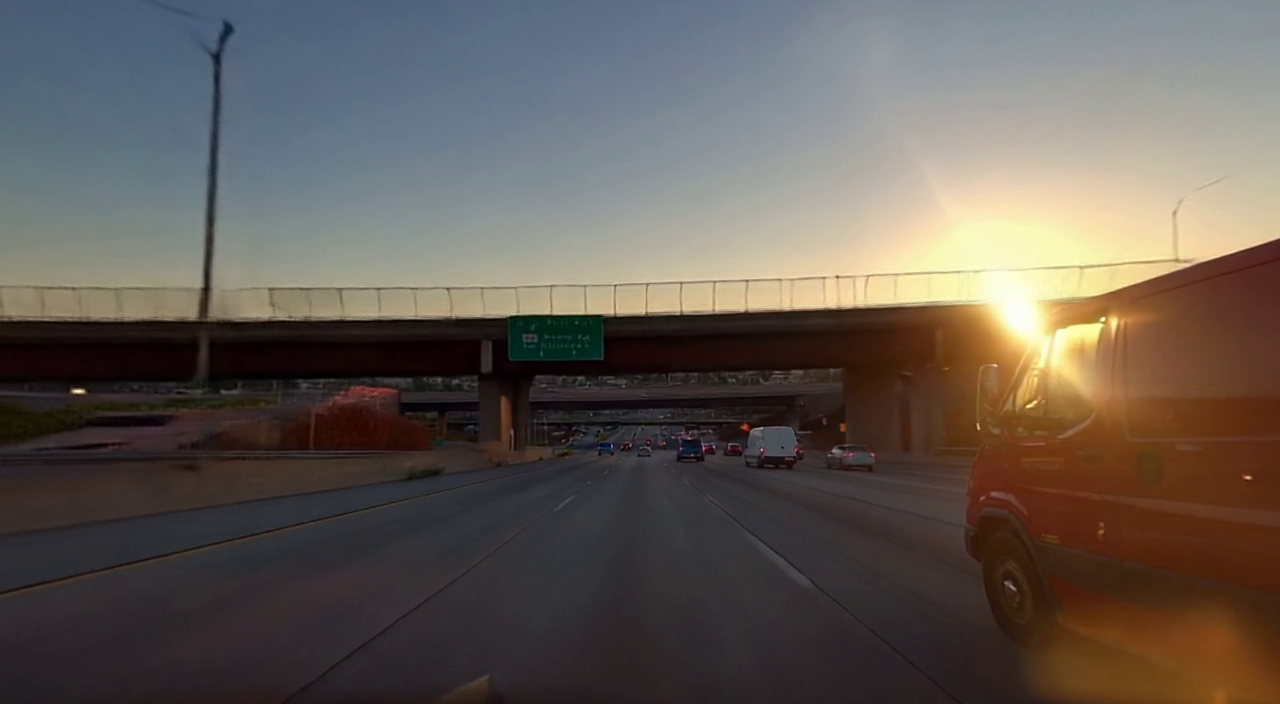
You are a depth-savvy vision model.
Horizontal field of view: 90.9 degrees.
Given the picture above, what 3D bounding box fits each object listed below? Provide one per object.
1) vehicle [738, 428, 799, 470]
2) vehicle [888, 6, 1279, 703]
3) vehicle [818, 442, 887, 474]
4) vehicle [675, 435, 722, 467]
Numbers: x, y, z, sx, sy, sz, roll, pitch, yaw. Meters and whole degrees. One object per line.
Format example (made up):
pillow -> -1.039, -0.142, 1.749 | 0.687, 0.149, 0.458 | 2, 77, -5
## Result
vehicle -> 7.274, 5.580, 36.289 | 2.301, 2.203, 5.419 | 0, -8, -1
vehicle -> 3.354, 0.162, 1.604 | 2.436, 2.745, 7.034 | 0, -8, -1
vehicle -> 10.769, 5.403, 32.357 | 1.976, 1.474, 4.779 | 0, -9, 1
vehicle -> 3.723, 6.480, 41.422 | 2.464, 1.961, 5.520 | 0, -8, -1
